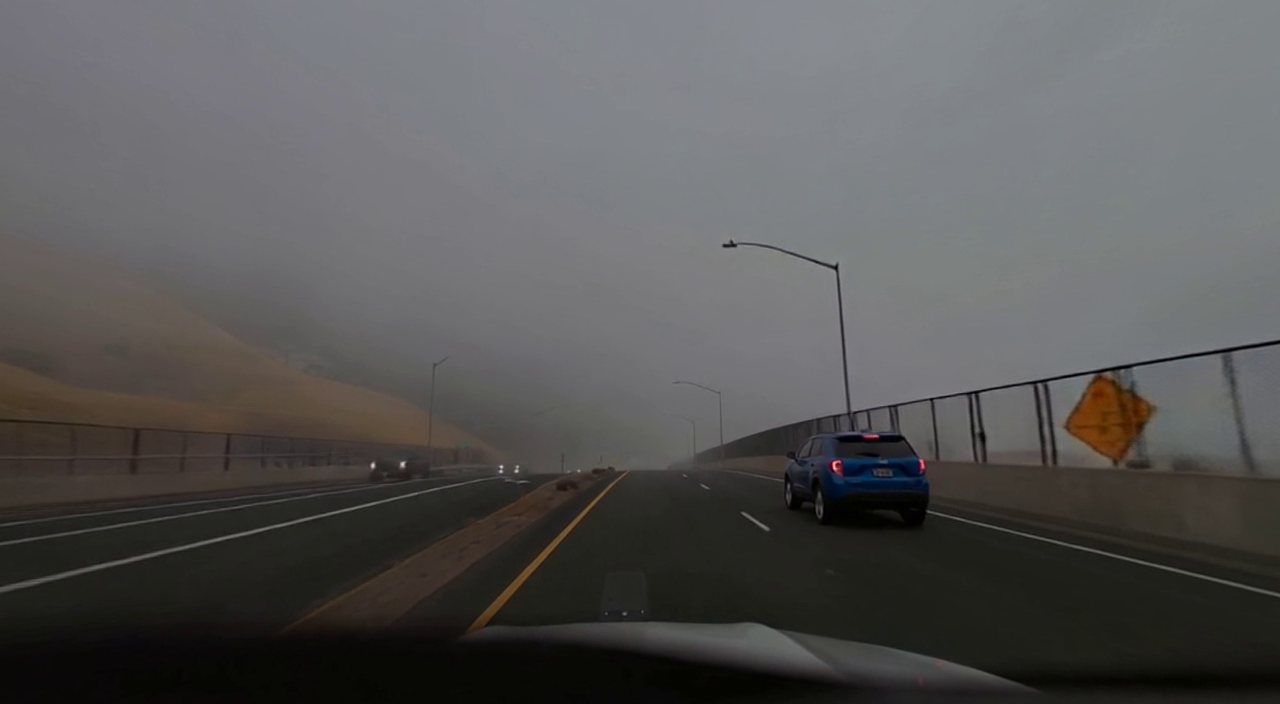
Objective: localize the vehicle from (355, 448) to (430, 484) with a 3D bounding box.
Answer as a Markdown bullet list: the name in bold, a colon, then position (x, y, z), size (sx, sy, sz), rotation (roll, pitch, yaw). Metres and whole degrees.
- **vehicle**: position (-13.779, 6.342, 35.490), size (2.148, 1.850, 4.835), rotation (0, -8, 1)

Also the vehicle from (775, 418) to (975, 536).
- **vehicle**: position (3.938, 2.160, 11.536), size (1.989, 1.730, 4.324), rotation (0, -8, 0)
